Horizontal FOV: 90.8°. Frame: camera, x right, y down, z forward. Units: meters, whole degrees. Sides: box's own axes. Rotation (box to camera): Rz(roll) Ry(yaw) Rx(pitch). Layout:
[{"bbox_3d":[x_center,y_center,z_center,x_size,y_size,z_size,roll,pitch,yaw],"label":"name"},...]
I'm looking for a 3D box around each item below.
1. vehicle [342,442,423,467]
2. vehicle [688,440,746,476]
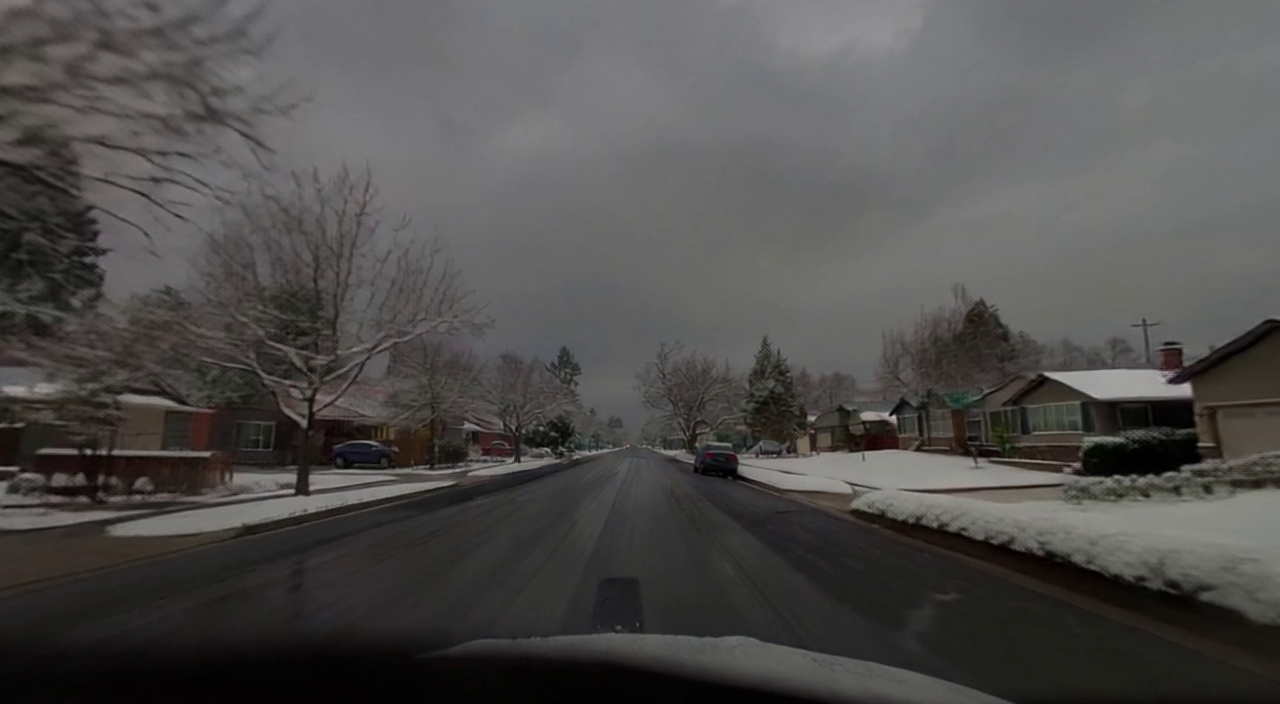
[{"bbox_3d":[-17.261,6.864,42.577,4.607,1.573,2.058,0,-8,-5],"label":"vehicle"},{"bbox_3d":[3.630,5.143,30.847,2.136,1.596,4.790,0,-9,-1],"label":"vehicle"}]
